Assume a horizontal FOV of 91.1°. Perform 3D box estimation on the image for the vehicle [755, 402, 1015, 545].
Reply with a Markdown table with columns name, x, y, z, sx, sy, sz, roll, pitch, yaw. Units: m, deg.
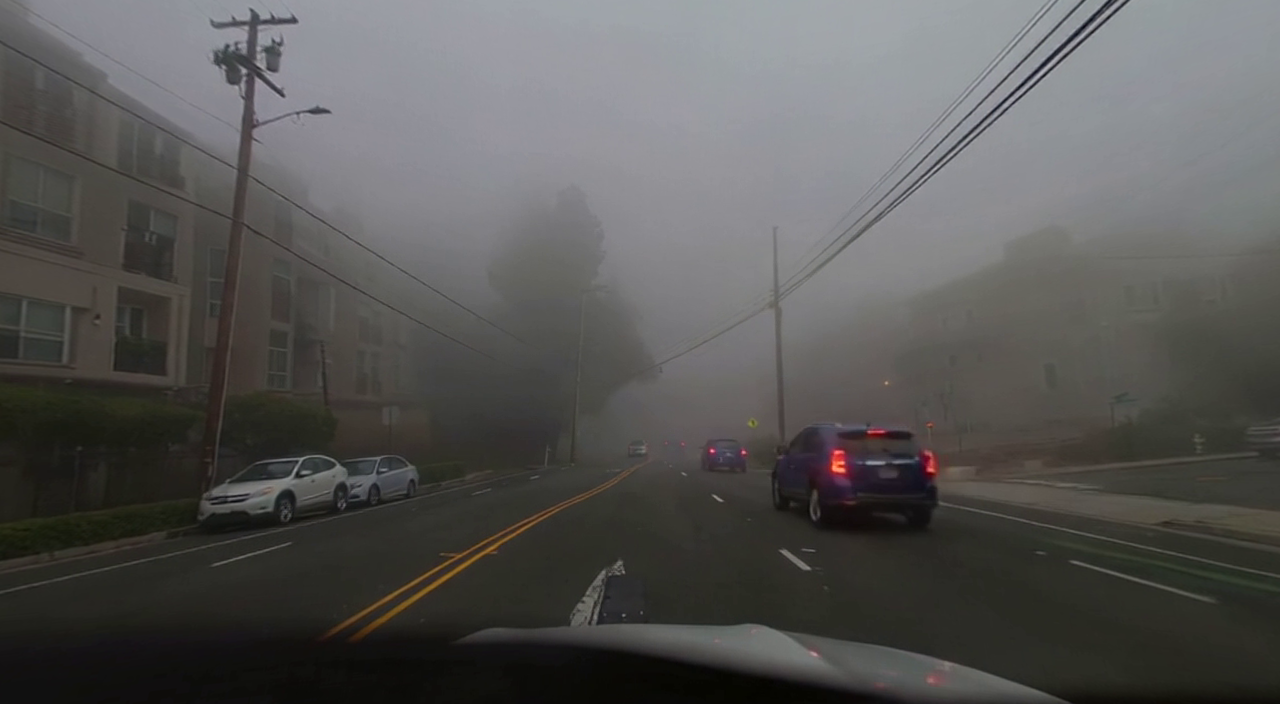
| name | x | y | z | sx | sy | sz | roll | pitch | yaw |
| --- | --- | --- | --- | --- | --- | --- | --- | --- | --- |
| vehicle | 3.653 | 1.943 | 10.705 | 2.368 | 1.840 | 4.896 | 0 | -8 | -1 |

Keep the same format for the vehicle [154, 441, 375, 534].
| name | x | y | z | sx | sy | sz | roll | pitch | yaw |
| --- | --- | --- | --- | --- | --- | --- | --- | --- | --- |
| vehicle | -8.509 | 3.064 | 14.949 | 2.381 | 1.825 | 4.652 | 0 | -8 | 0 |

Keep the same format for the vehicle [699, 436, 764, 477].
| name | x | y | z | sx | sy | sz | roll | pitch | yaw |
| --- | --- | --- | --- | --- | --- | --- | --- | --- | --- |
| vehicle | 3.716 | 4.332 | 26.291 | 2.028 | 1.552 | 4.370 | 0 | -8 | -1 |
